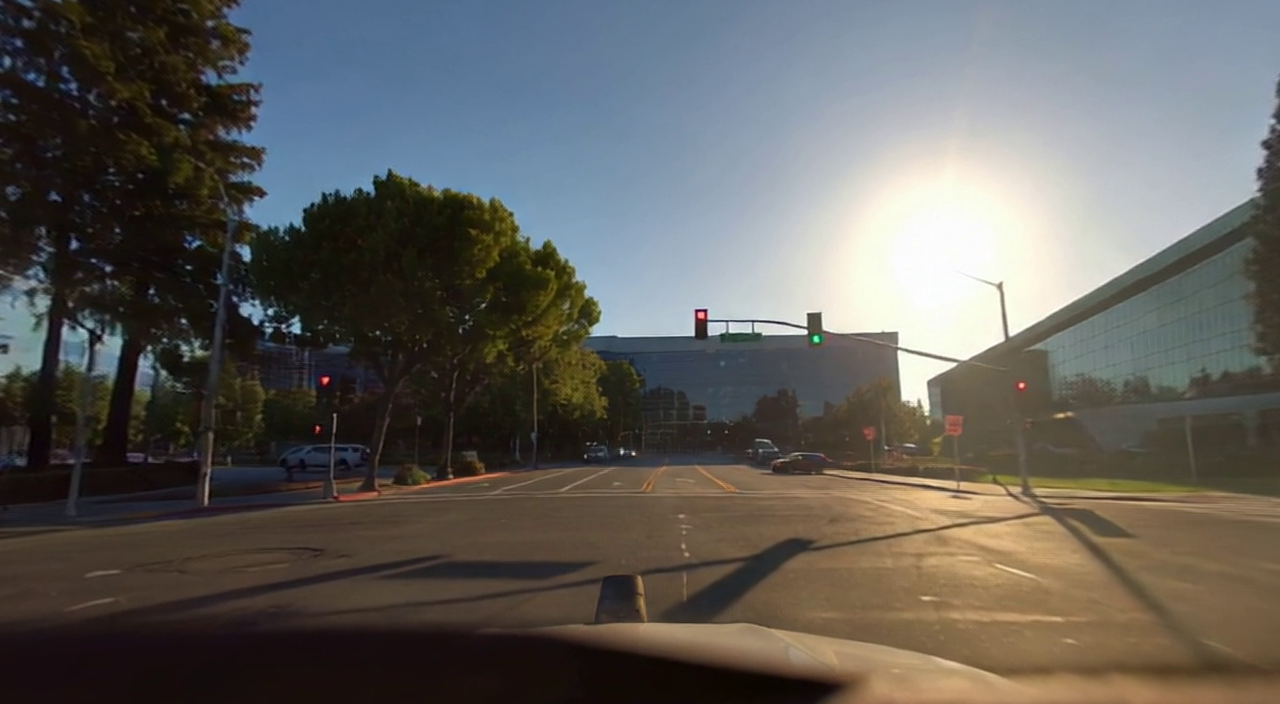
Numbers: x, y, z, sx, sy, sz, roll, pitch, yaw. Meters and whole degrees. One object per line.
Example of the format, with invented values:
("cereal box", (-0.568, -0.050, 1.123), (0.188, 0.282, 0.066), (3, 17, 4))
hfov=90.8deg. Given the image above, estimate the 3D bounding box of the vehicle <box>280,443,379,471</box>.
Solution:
("vehicle", (-18.123, 6.131, 37.052), (4.765, 1.593, 1.891), (0, -9, -1))
